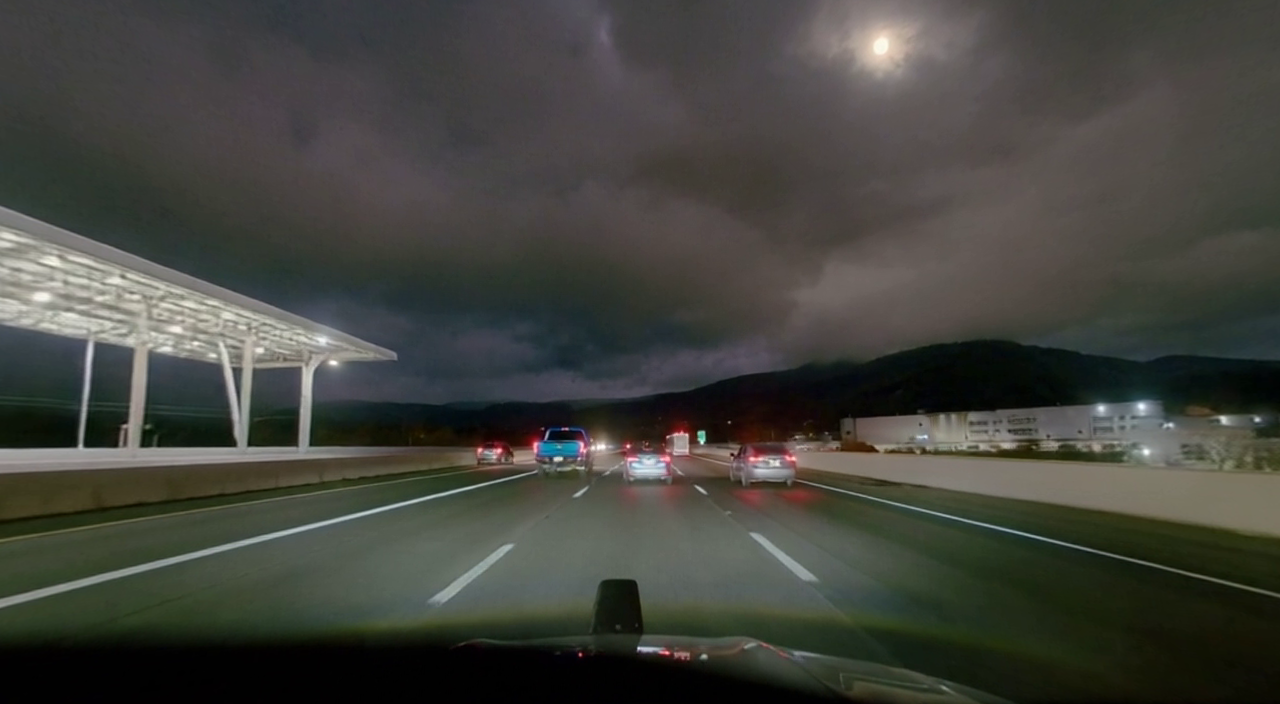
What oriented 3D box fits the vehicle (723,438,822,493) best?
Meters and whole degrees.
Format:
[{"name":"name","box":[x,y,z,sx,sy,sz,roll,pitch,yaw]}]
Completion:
[{"name":"vehicle","box":[4.015,3.527,19.966,2.023,1.510,4.773,0,-9,-1]}]

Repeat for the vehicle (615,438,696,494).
[{"name":"vehicle","box":[0.396,3.396,19.095,2.171,1.493,4.081,0,-9,-1]}]

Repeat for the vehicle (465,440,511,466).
[{"name":"vehicle","box":[-10.763,7.188,44.947,2.137,1.728,4.665,0,-9,1]}]

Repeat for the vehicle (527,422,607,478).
[{"name":"vehicle","box":[-3.077,4.409,28.464,2.733,2.230,6.820,0,-9,1]}]
